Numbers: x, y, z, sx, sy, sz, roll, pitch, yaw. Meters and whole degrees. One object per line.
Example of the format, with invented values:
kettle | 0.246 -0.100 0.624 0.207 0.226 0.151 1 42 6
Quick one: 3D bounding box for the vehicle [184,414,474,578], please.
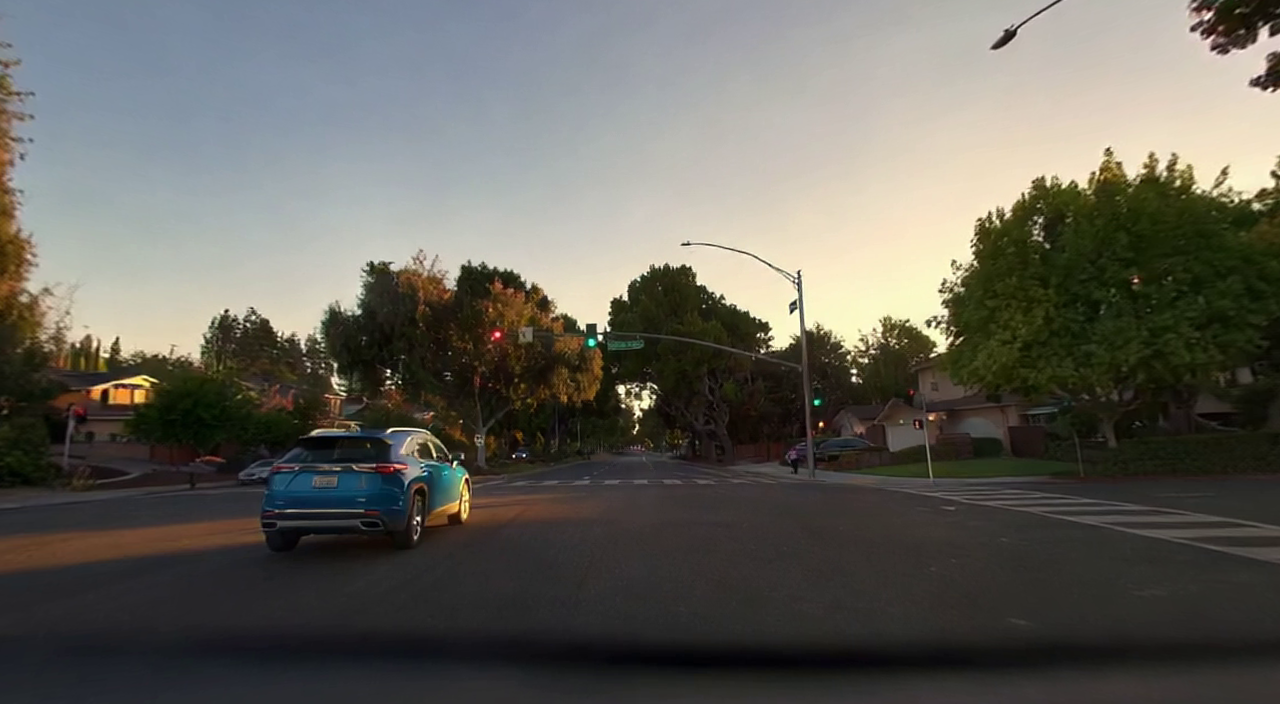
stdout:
vehicle | -3.900 1.855 8.970 1.993 1.733 4.262 0 -8 -1
